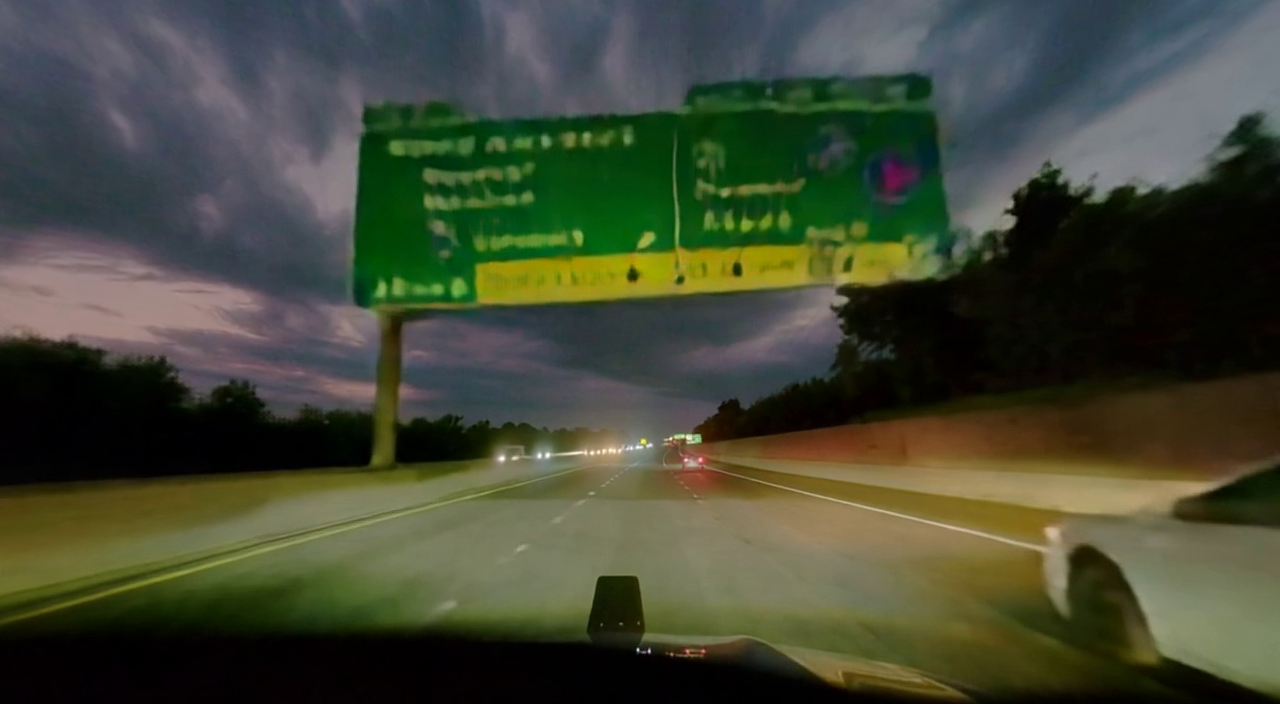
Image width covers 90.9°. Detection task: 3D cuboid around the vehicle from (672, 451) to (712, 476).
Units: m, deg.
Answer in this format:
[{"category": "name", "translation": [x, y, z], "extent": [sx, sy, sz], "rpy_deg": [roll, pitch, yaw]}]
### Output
[{"category": "vehicle", "translation": [3.095, 6.750, 38.335], "extent": [2.065, 1.400, 4.028], "rpy_deg": [0, -9, 0]}]

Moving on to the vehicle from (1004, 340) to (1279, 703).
[{"category": "vehicle", "translation": [3.436, 0.667, 1.564], "extent": [1.980, 1.674, 5.118], "rpy_deg": [0, -9, 0]}]
